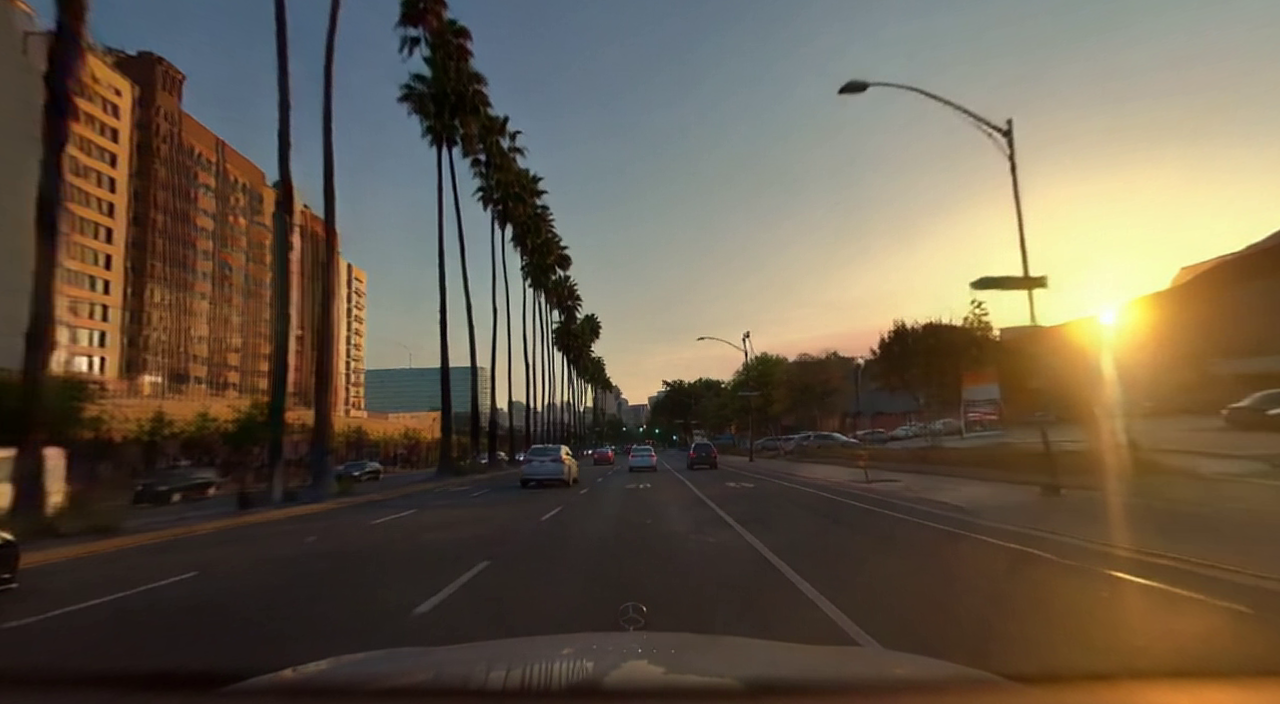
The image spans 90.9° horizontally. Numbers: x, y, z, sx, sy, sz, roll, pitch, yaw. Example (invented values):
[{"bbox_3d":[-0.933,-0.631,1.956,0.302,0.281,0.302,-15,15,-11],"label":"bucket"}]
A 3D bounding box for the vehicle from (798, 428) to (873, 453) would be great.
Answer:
[{"bbox_3d":[12.923,5.839,41.639,4.749,1.457,1.806,3,-11,-28],"label":"vehicle"}]

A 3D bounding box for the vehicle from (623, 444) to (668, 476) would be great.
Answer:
[{"bbox_3d":[0.280,5.523,32.494,2.147,1.507,3.953,-1,-9,0],"label":"vehicle"}]

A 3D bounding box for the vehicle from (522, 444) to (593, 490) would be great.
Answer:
[{"bbox_3d":[-2.923,4.177,23.336,1.908,1.505,4.369,-1,-9,2],"label":"vehicle"}]

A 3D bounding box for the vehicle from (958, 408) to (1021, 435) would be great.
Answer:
[{"bbox_3d":[23.736,4.748,42.739,4.448,1.701,1.954,6,-11,-37],"label":"vehicle"}]

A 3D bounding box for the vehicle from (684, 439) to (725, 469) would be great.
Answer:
[{"bbox_3d":[4.130,6.628,41.100,2.108,1.785,4.334,0,-9,-1],"label":"vehicle"}]

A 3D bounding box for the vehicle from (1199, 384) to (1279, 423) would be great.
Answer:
[{"bbox_3d":[27.758,2.220,27.358,1.663,1.499,4.774,5,-10,-31],"label":"vehicle"}]

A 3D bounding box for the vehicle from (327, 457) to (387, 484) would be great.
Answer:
[{"bbox_3d":[-20.593,8.621,46.082,2.016,1.754,4.826,-1,-9,1],"label":"vehicle"}]

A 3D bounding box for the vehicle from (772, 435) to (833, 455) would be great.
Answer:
[{"bbox_3d":[12.366,7.031,47.796,4.284,1.450,1.927,4,-10,-29],"label":"vehicle"}]
